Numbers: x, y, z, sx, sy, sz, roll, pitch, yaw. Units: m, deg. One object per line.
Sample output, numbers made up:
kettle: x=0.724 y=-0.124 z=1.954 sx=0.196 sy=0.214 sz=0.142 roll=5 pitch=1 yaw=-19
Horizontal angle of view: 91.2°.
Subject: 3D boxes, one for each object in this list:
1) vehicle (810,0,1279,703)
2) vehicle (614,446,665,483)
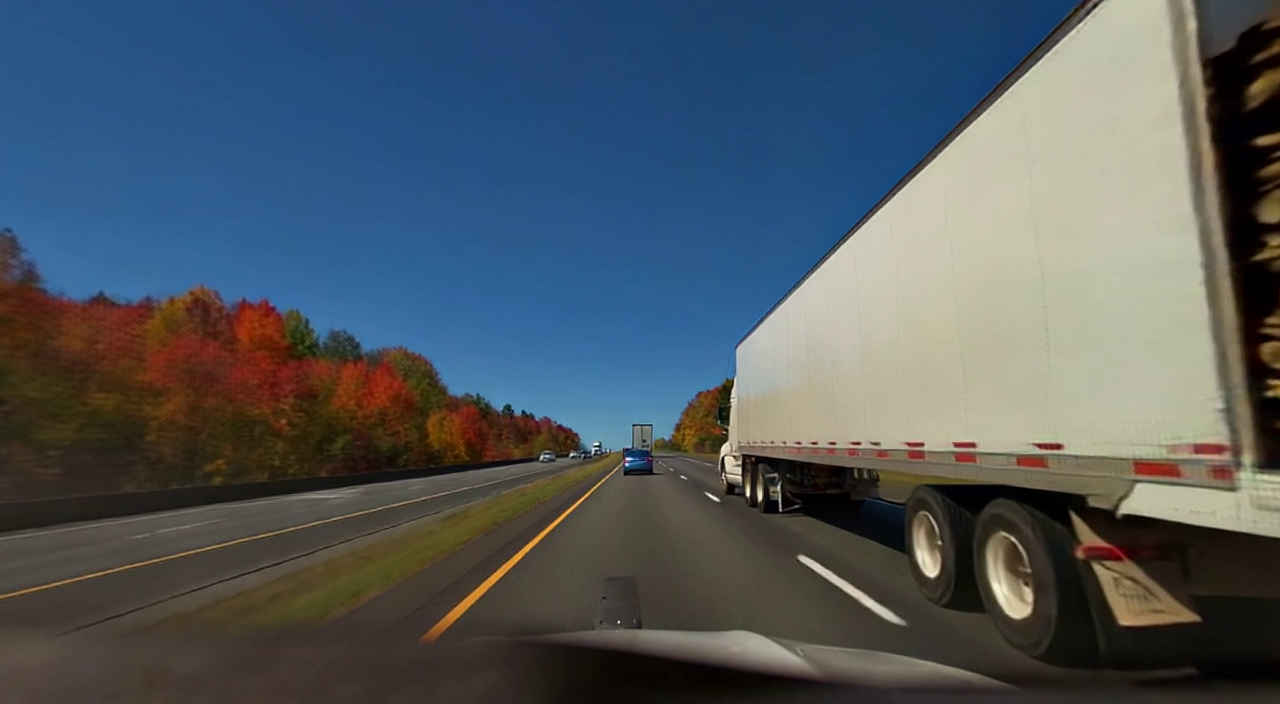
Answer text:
vehicle: x=3.986 y=0.062 z=4.467 sx=3.004 sy=3.923 sz=8.363 roll=0 pitch=-9 yaw=-1
vehicle: x=-0.029 y=4.965 z=28.005 sx=2.099 sy=1.506 sz=4.097 roll=0 pitch=-9 yaw=0
